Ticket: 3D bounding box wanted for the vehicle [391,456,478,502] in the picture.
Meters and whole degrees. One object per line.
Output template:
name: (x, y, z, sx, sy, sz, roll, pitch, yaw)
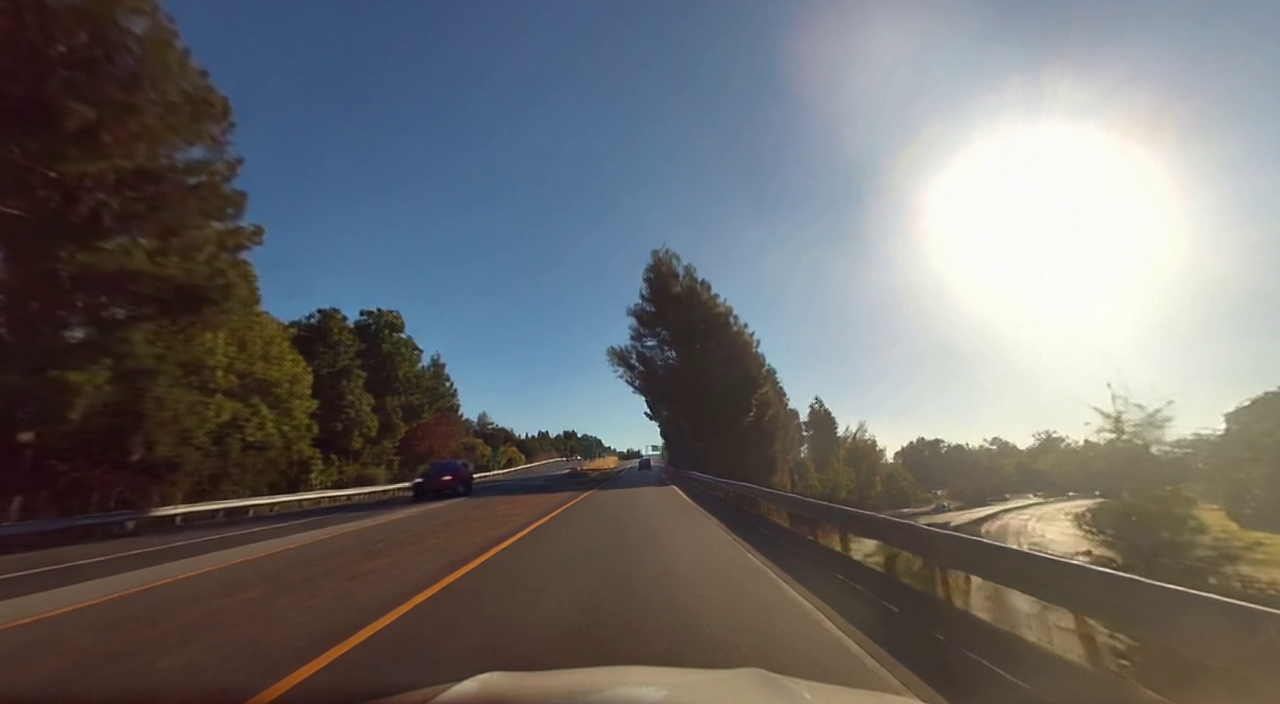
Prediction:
vehicle: (-7.743, 4.798, 24.140, 2.003, 1.554, 3.757, 0, -9, 1)
